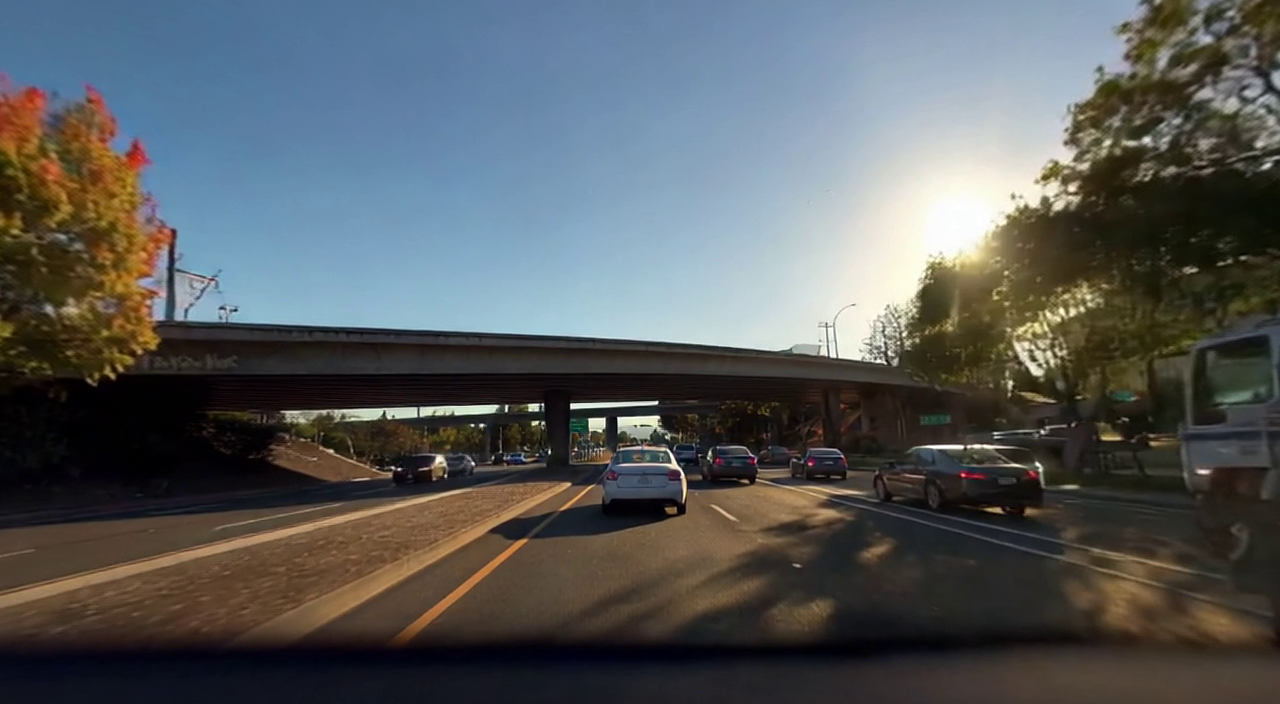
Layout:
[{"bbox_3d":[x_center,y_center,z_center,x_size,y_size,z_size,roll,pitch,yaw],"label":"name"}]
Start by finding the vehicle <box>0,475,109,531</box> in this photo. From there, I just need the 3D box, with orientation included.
[{"bbox_3d":[-19.177,4.604,19.400,1.816,1.415,4.605,0,-9,-1],"label":"vehicle"}]

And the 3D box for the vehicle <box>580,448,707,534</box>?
[{"bbox_3d":[0.037,2.519,12.017,2.027,1.341,3.775,0,-9,-1],"label":"vehicle"}]

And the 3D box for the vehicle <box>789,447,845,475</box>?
[{"bbox_3d":[9.799,6.056,35.264,1.839,1.453,3.992,0,-9,-1],"label":"vehicle"}]

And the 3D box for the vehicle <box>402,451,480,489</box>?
[{"bbox_3d":[-8.813,5.243,28.471,2.010,1.524,4.705,0,-9,0],"label":"vehicle"}]

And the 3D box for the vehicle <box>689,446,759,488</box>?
[{"bbox_3d":[3.115,4.349,24.253,1.962,1.431,4.205,0,-9,-2],"label":"vehicle"}]

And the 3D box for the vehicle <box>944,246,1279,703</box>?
[{"bbox_3d":[3.494,0.569,1.416,2.719,2.033,5.876,0,-9,0],"label":"vehicle"}]
